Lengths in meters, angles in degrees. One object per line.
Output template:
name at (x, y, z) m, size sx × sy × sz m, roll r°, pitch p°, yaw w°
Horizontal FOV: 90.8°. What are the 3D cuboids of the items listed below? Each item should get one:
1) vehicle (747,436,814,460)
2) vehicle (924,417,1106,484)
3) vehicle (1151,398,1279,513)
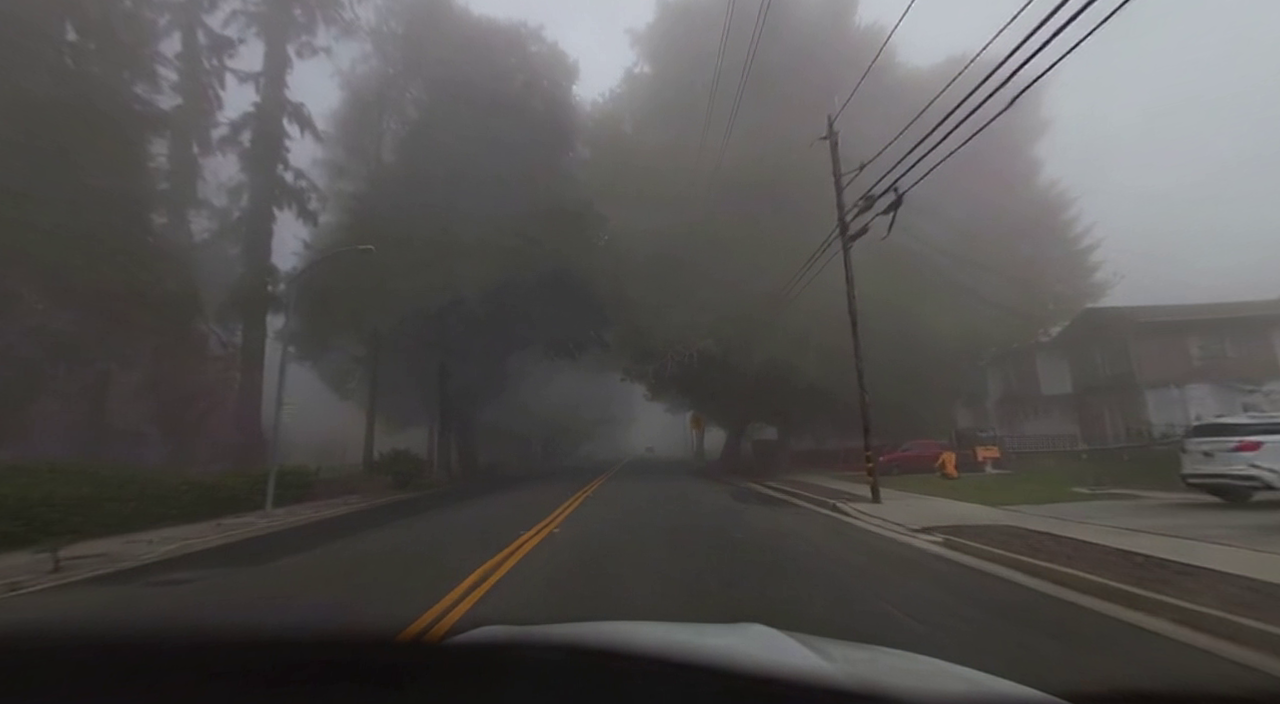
vehicle at (11.074, 7.608, 49.943) m, size 4.750 × 1.658 × 1.902 m, roll -2°, pitch -10°, yaw 0°
vehicle at (10.581, 2.803, 18.051) m, size 3.933 × 1.645 × 1.832 m, roll -2°, pitch -9°, yaw -2°
vehicle at (11.091, 1.649, 10.248) m, size 3.873 × 1.675 × 1.913 m, roll 0°, pitch -9°, yaw -1°
